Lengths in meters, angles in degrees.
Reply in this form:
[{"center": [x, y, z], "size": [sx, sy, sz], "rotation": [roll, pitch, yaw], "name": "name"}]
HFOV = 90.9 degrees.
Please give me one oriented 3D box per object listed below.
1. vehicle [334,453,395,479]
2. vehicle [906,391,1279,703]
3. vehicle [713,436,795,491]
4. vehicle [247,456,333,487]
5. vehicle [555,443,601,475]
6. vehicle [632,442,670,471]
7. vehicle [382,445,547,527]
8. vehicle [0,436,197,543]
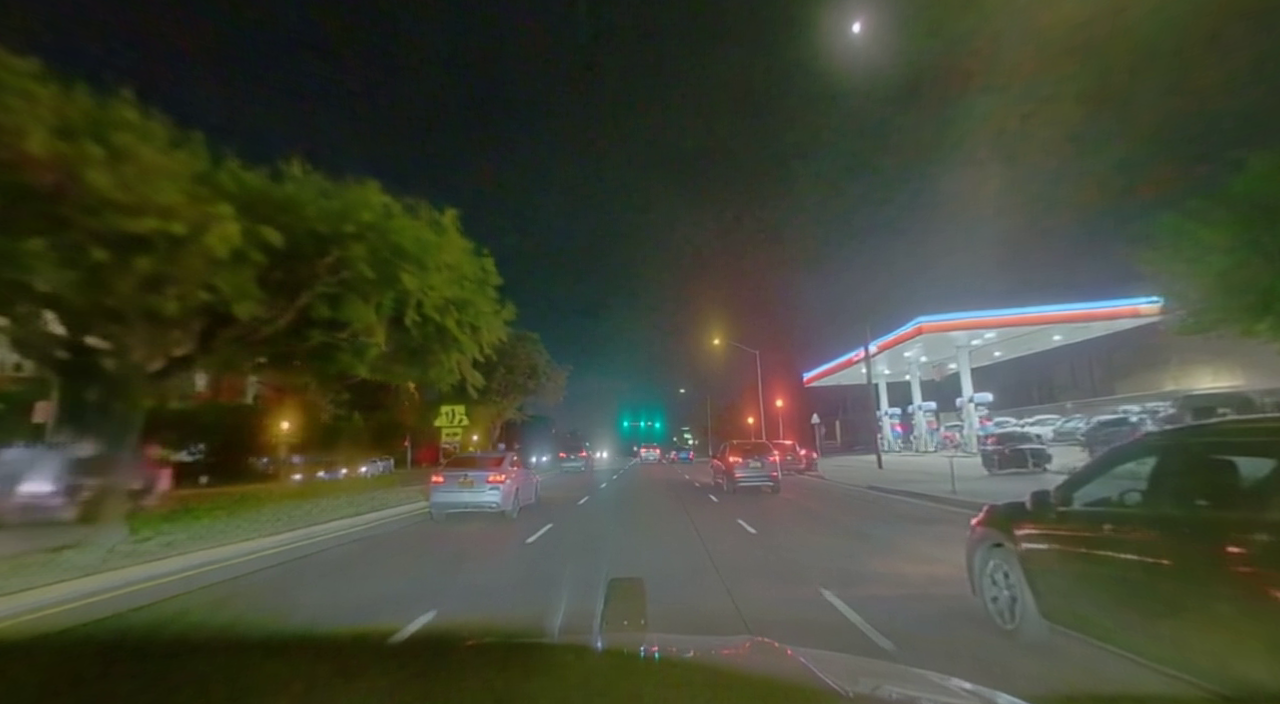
[{"center": [-18.524, 7.649, 42.616], "size": [1.947, 1.616, 4.638], "rotation": [0, -8, 1], "name": "vehicle"}, {"center": [3.167, 1.011, 2.946], "size": [1.919, 1.502, 4.572], "rotation": [0, -8, 1], "name": "vehicle"}, {"center": [3.829, 3.842, 22.120], "size": [1.980, 1.709, 4.813], "rotation": [0, -8, 0], "name": "vehicle"}, {"center": [-19.039, 6.502, 34.579], "size": [1.890, 1.472, 4.769], "rotation": [0, -8, 1], "name": "vehicle"}, {"center": [-3.310, 5.776, 34.232], "size": [1.988, 1.645, 3.995], "rotation": [0, -8, 1], "name": "vehicle"}, {"center": [0.670, 6.483, 39.382], "size": [2.192, 1.674, 4.124], "rotation": [0, -8, 1], "name": "vehicle"}, {"center": [-3.298, 2.592, 12.872], "size": [2.013, 1.354, 4.393], "rotation": [0, -8, 1], "name": "vehicle"}, {"center": [-11.754, 2.648, 12.877], "size": [2.012, 1.781, 4.599], "rotation": [0, -8, 0], "name": "vehicle"}]
